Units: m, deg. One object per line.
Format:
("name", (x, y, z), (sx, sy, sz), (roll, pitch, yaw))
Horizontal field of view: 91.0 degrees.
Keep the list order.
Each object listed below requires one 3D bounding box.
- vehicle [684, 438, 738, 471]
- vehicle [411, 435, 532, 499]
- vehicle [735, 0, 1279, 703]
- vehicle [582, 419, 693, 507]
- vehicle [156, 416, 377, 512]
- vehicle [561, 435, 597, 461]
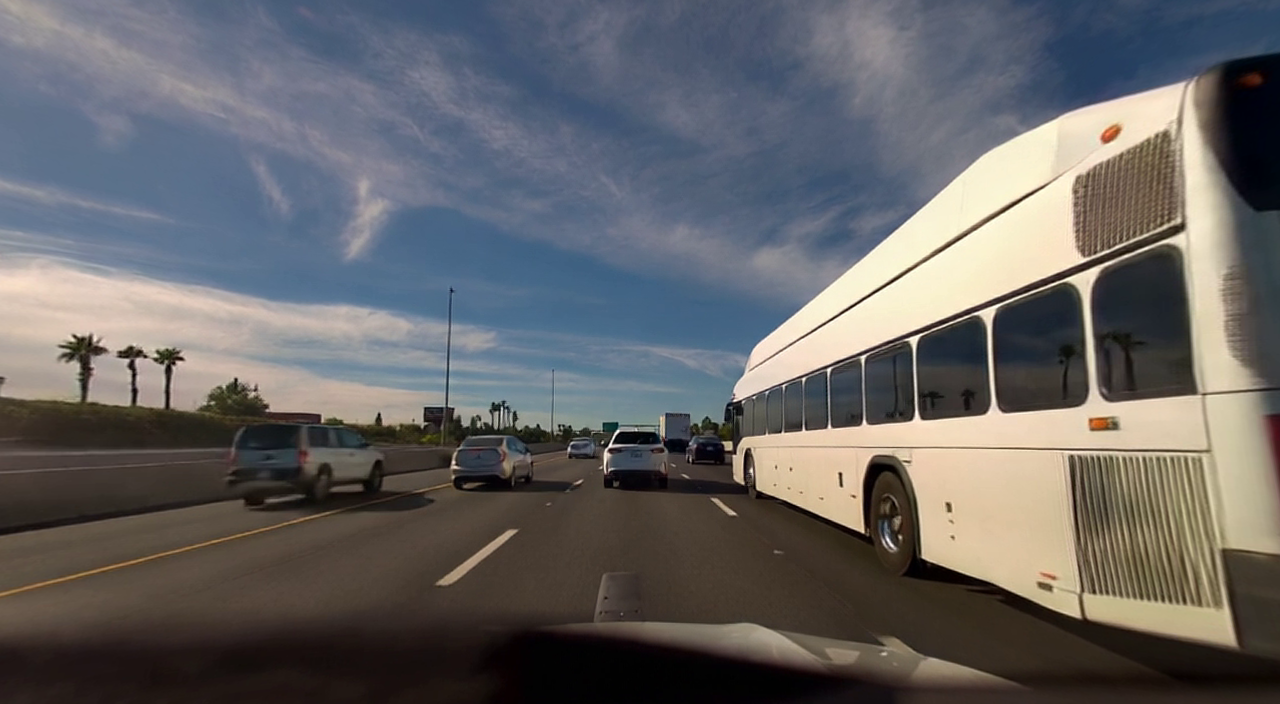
("vehicle", (3.441, 5.095, 31.403), (2.039, 1.516, 4.521), (0, -9, -2))
("vehicle", (-4.486, 3.149, 17.628), (2.040, 1.536, 4.680), (0, -9, 1))
("vehicle", (3.969, 0.819, 9.537), (3.020, 3.622, 14.302), (0, -9, 1))
("vehicle", (-0.019, 2.619, 15.138), (2.268, 1.796, 4.280), (0, -9, 1))
("vehicle", (-7.989, 2.459, 14.194), (2.066, 1.779, 4.706), (0, -9, 0))
("vehicle", (-4.416, 7.098, 46.549), (2.100, 1.765, 4.743), (0, -9, 1))
